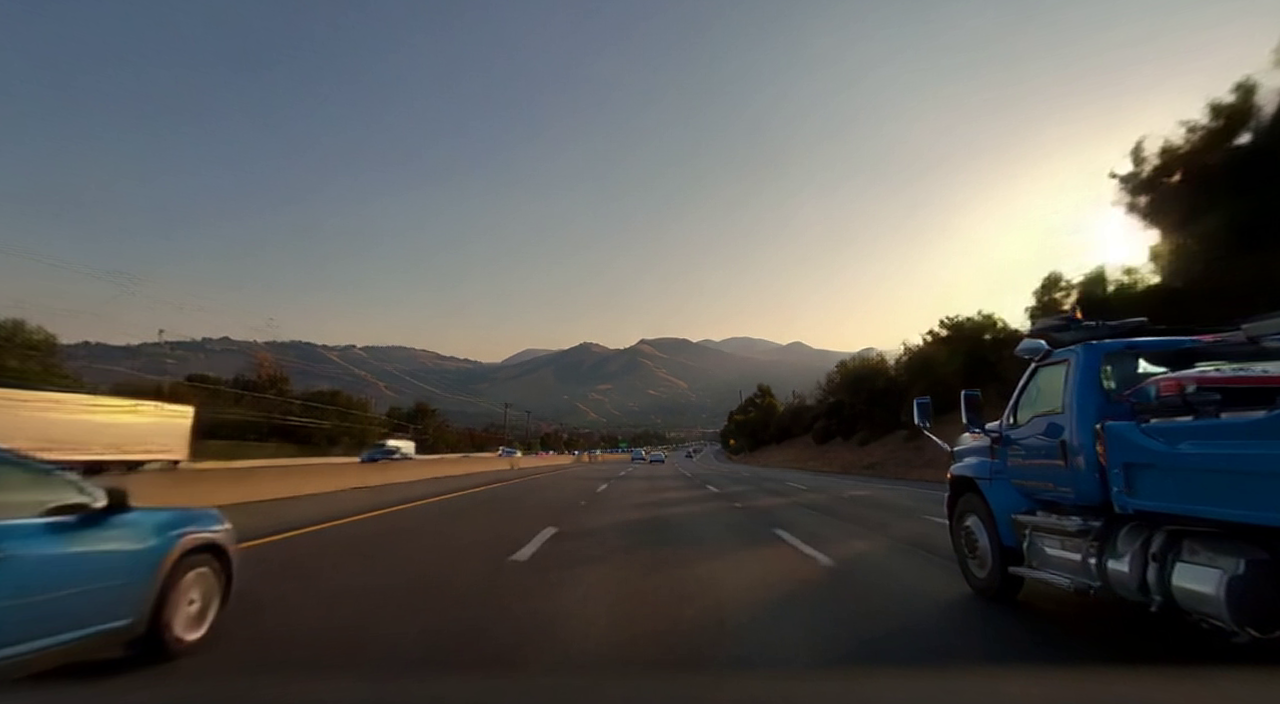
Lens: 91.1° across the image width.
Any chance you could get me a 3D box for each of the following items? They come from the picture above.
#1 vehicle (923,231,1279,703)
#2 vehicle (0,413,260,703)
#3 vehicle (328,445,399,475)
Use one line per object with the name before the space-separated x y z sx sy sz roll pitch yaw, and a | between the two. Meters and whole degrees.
vehicle | 3.731 0.606 2.040 2.538 2.228 6.370 0 -9 -1
vehicle | -3.613 0.907 1.930 1.974 1.493 4.563 0 -9 1
vehicle | -17.367 6.791 39.803 2.076 1.738 5.045 0 -9 2
